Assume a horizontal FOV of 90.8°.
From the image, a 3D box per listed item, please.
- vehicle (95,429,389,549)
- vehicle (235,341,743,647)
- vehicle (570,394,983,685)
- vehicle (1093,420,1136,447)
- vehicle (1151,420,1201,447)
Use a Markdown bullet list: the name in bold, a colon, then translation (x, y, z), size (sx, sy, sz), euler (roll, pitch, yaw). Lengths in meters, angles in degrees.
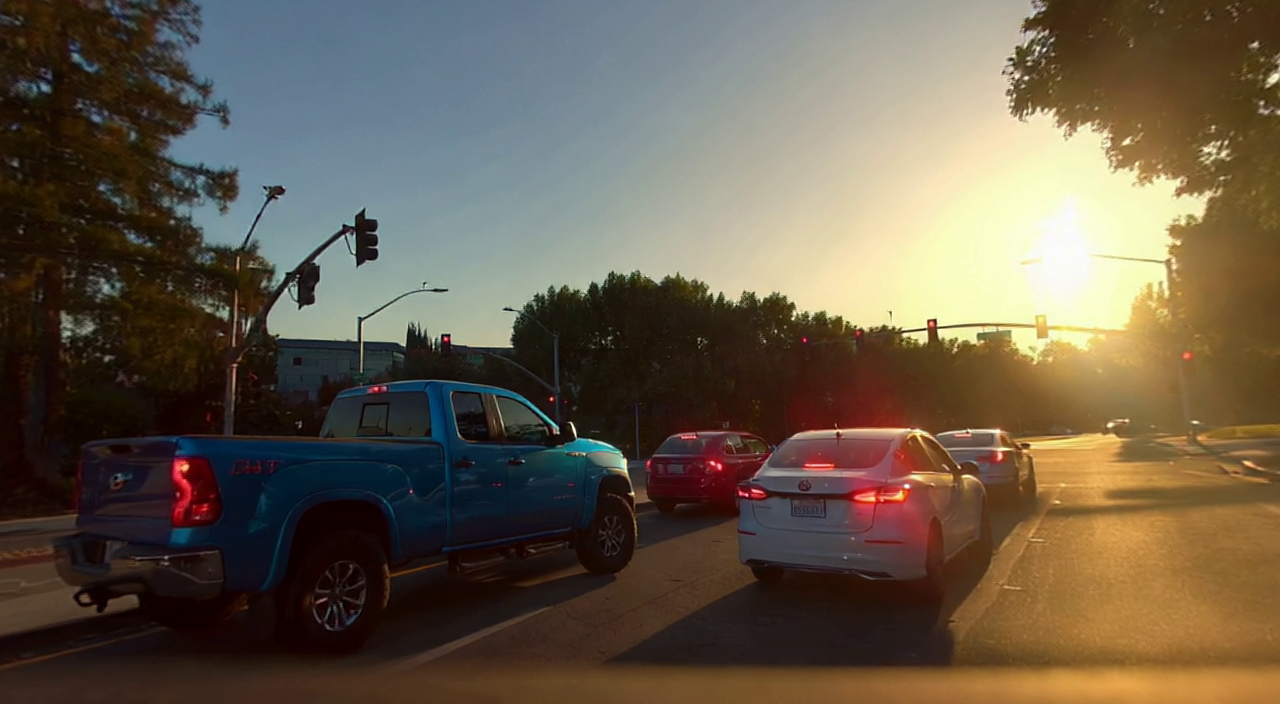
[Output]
- **vehicle**: translation (-8.217, 2.760, 13.592), size (2.174, 2.057, 4.738), euler (-6, -10, 33)
- **vehicle**: translation (-0.876, 1.400, 7.468), size (2.272, 2.016, 6.146), euler (-4, -9, 27)
- **vehicle**: translation (1.714, 1.378, 5.989), size (2.027, 1.549, 4.801), euler (-6, -10, 35)
- **vehicle**: translation (32.797, 5.674, 43.719), size (2.160, 1.790, 4.303), euler (-6, -10, 35)
- **vehicle**: translation (35.760, 5.479, 42.194), size (2.183, 1.714, 4.491), euler (-7, -11, 37)
